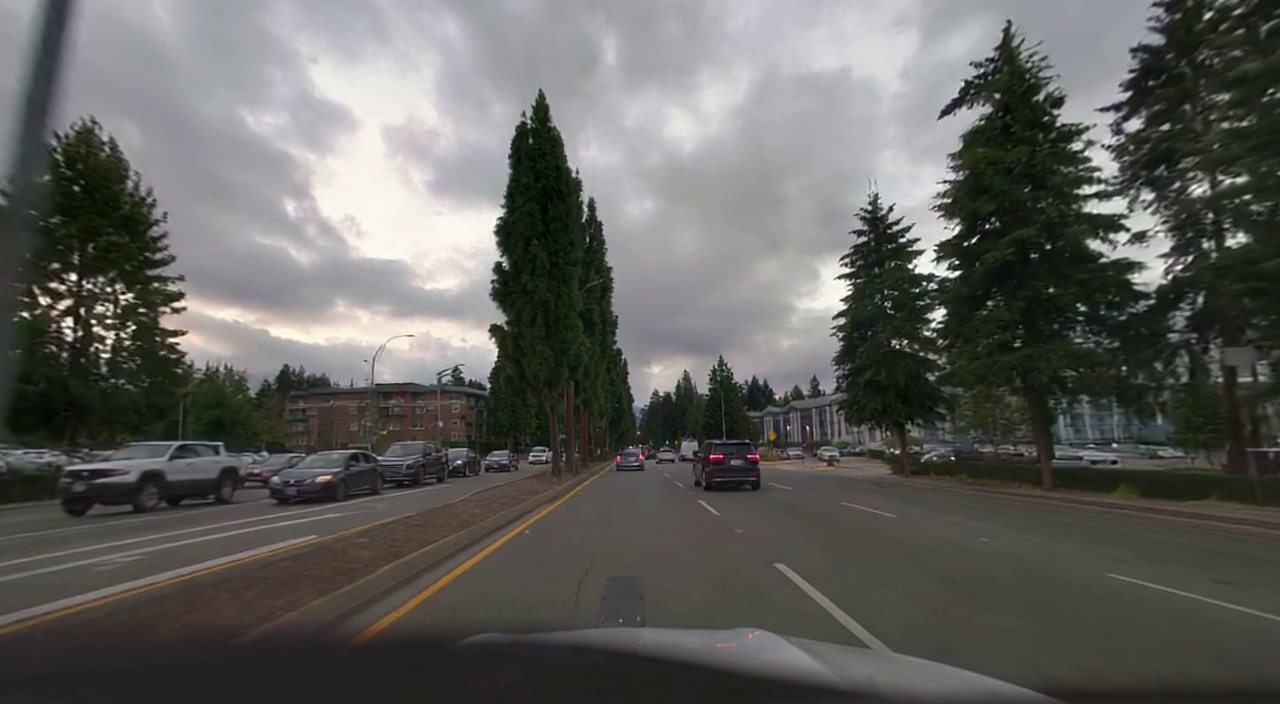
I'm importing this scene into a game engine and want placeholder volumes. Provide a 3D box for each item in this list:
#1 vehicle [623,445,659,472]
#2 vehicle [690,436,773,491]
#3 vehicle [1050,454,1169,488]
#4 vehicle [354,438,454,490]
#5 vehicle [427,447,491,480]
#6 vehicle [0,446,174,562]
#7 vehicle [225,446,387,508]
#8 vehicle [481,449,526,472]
[{"bbox_3d":[0.036,6.610,39.432,2.145,1.572,4.021,0,-9,0],"label":"vehicle"},{"bbox_3d":[3.231,4.076,23.442,2.235,1.806,4.818,0,-9,-1],"label":"vehicle"},{"bbox_3d":[20.718,5.244,27.968,3.914,1.421,1.695,0,-9,-2],"label":"vehicle"},{"bbox_3d":[-9.033,4.303,24.679,2.024,1.822,4.824,0,-9,0],"label":"vehicle"},{"bbox_3d":[-8.853,5.472,31.239,1.864,1.500,4.294,0,-9,0],"label":"vehicle"},{"bbox_3d":[-8.925,2.024,8.623,1.846,1.433,4.298,-1,-9,0],"label":"vehicle"},{"bbox_3d":[-9.037,3.388,17.660,1.955,1.484,4.608,0,-9,0],"label":"vehicle"},{"bbox_3d":[-9.006,7.179,42.037,1.938,1.464,4.340,0,-9,1],"label":"vehicle"}]
